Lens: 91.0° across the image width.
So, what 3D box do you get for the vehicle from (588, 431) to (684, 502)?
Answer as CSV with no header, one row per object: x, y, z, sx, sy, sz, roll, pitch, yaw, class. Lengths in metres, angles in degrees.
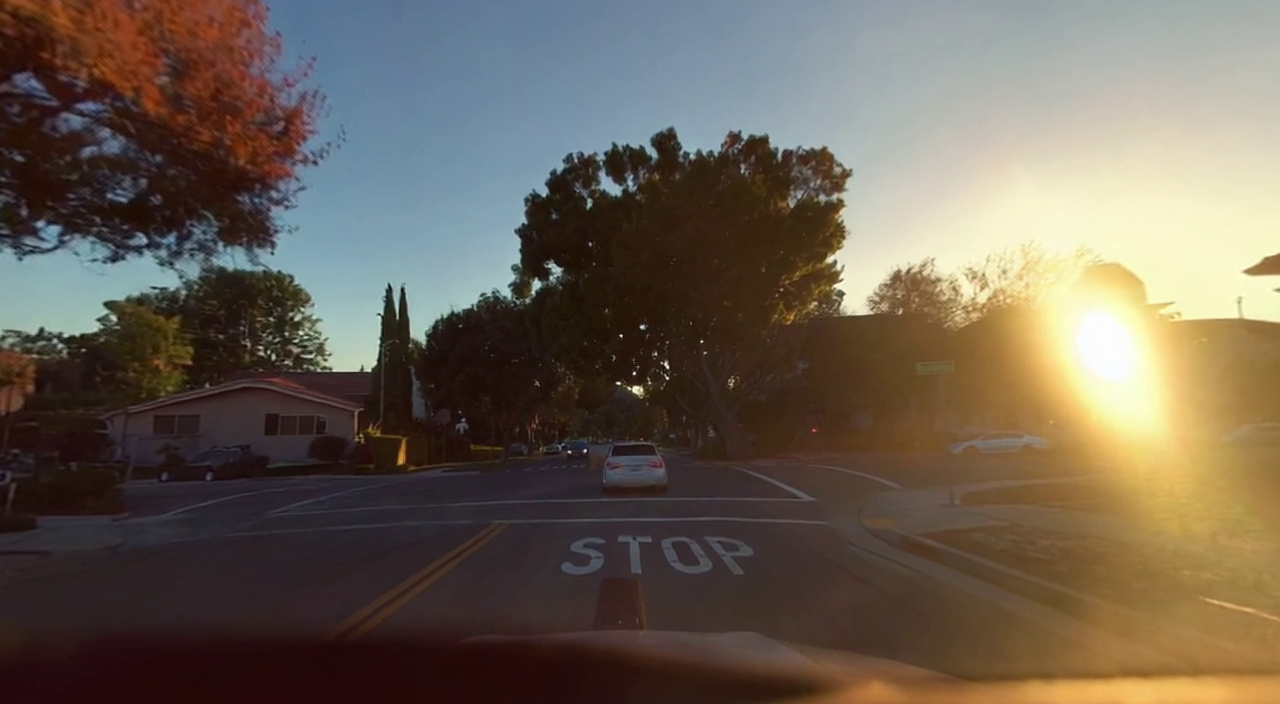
-0.175,2.751,15.592,2.043,1.484,4.340,0,-8,-2,vehicle

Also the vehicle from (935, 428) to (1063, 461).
16.643,4.303,29.316,4.748,1.488,2.029,0,-8,-4,vehicle
